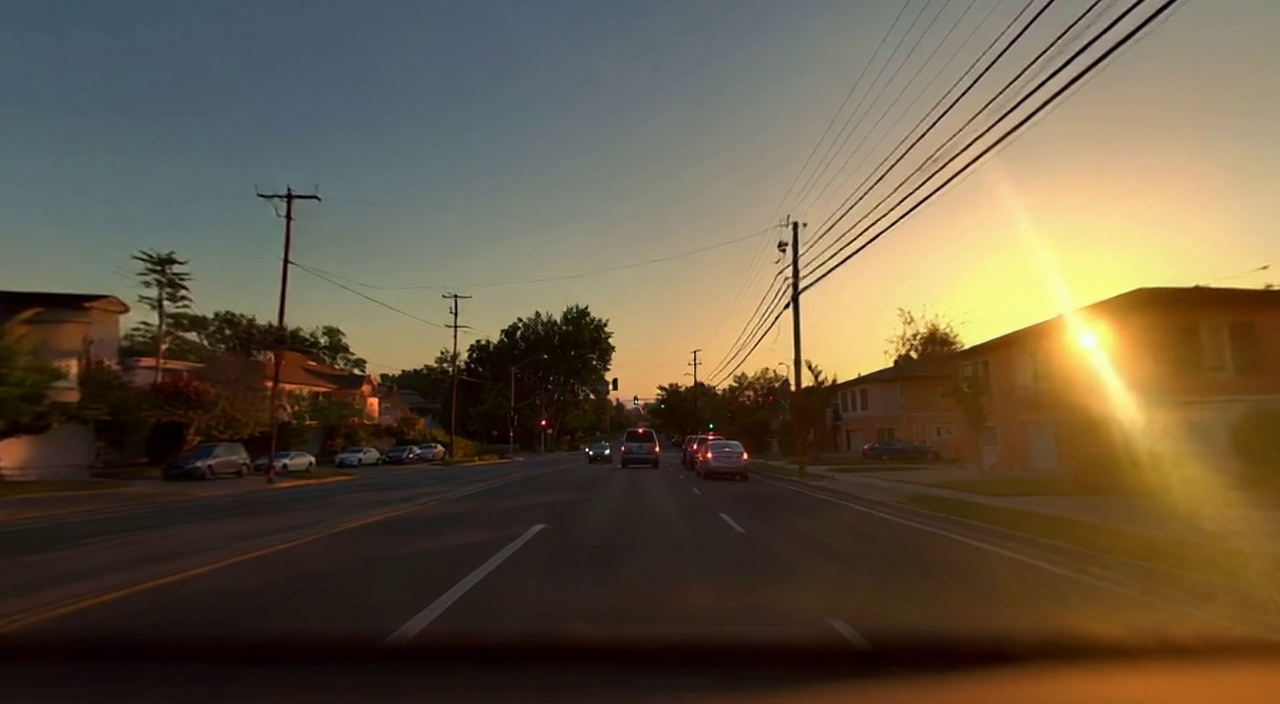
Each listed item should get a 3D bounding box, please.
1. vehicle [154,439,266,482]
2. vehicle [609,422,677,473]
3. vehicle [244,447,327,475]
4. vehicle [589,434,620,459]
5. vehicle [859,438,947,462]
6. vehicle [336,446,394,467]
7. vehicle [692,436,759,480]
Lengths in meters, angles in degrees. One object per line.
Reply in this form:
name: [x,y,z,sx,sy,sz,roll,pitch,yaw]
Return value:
vehicle: [-20.124,5.077,29.785,2.046,1.874,4.448,0,-9,2]
vehicle: [0.135,4.335,28.558,2.769,2.087,5.130,0,-9,0]
vehicle: [-19.861,6.099,35.564,1.866,1.471,4.770,0,-9,1]
vehicle: [-2.738,7.463,49.620,1.999,1.864,4.279,0,-9,2]
vehicle: [16.505,6.178,39.676,4.671,1.495,1.900,-1,-9,3]
vehicle: [-19.811,7.535,45.622,1.891,1.460,4.681,0,-9,2]
vehicle: [3.159,4.008,24.056,2.002,1.511,4.124,0,-9,0]
